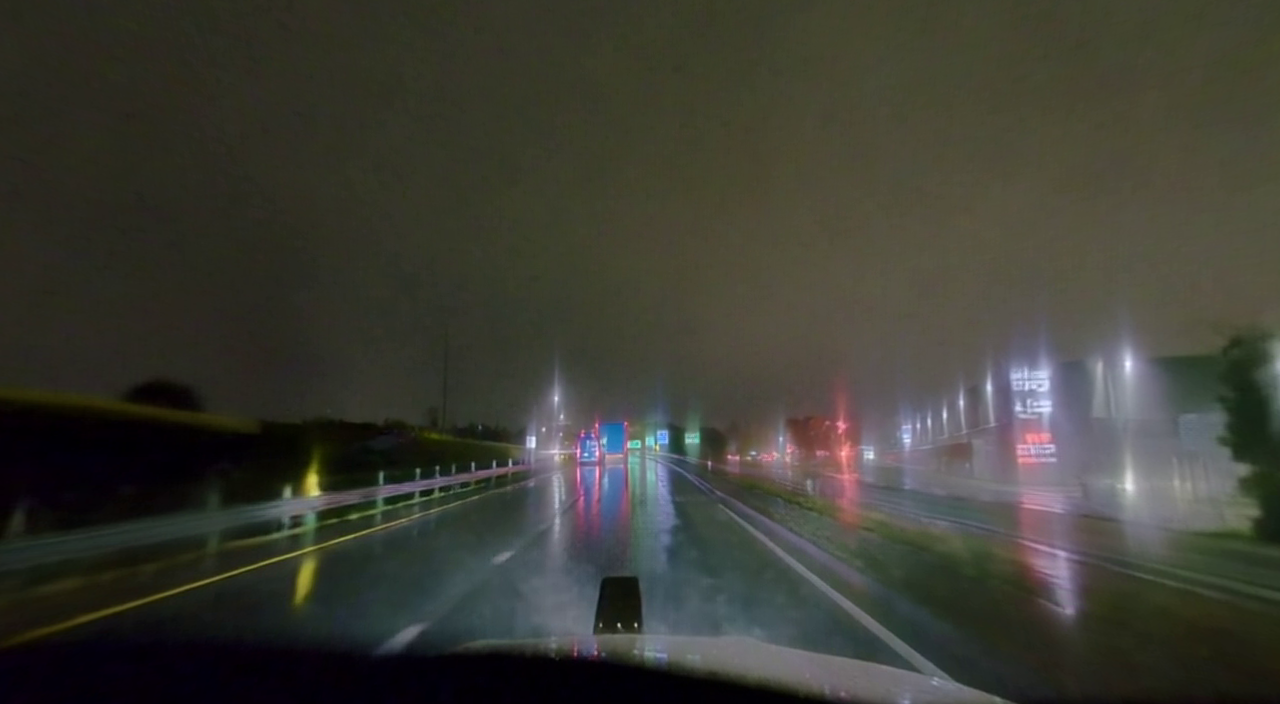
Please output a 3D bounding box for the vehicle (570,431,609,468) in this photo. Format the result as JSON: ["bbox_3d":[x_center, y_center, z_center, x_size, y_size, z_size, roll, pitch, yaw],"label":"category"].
[{"bbox_3d":[-3.773,7.495,48.300,2.463,2.640,7.034,0,-9,0],"label":"vehicle"}]
